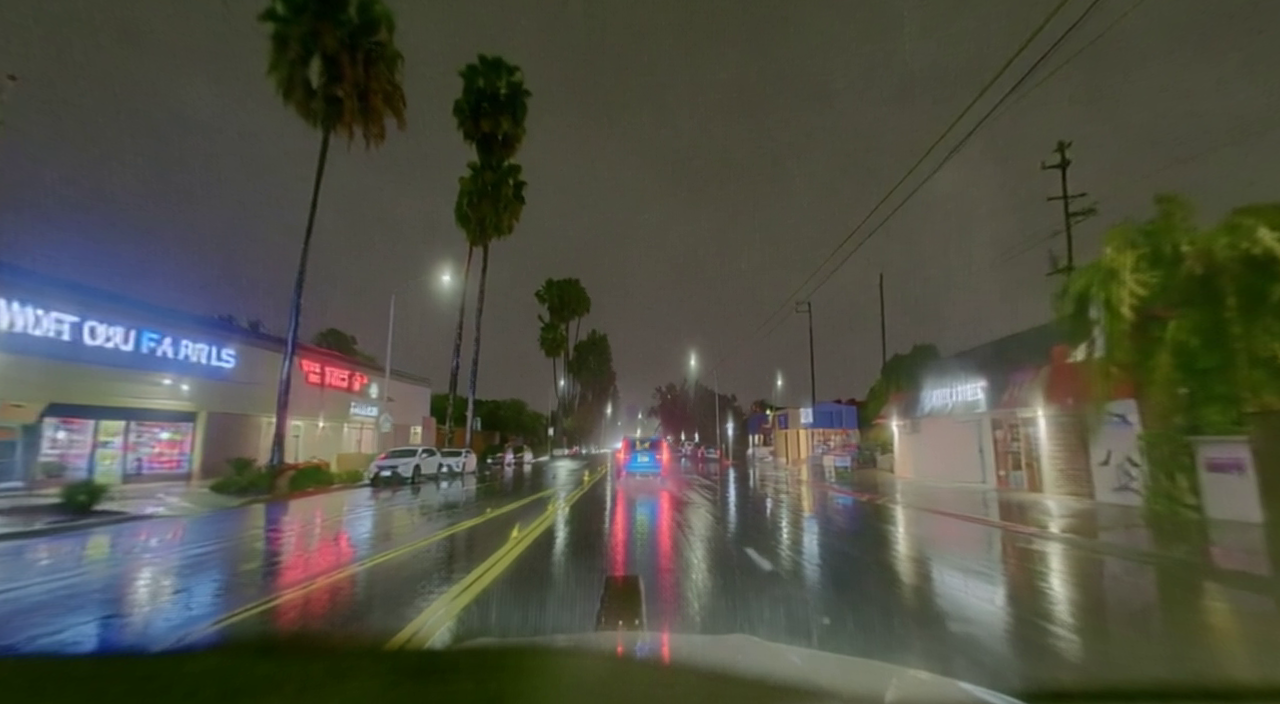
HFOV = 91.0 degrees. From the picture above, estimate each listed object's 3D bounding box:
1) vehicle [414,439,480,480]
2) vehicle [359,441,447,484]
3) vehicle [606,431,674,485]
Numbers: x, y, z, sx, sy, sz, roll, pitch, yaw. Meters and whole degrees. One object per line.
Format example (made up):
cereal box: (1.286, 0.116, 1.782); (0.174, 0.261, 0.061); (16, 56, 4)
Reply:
vehicle: (-10.176, 5.663, 33.587); (1.992, 1.744, 4.896); (-1, -6, 0)
vehicle: (-10.194, 4.776, 27.536); (2.075, 1.693, 4.696); (0, -8, -1)
vehicle: (-0.041, 3.885, 23.359); (2.264, 1.798, 4.563); (0, -8, -1)
